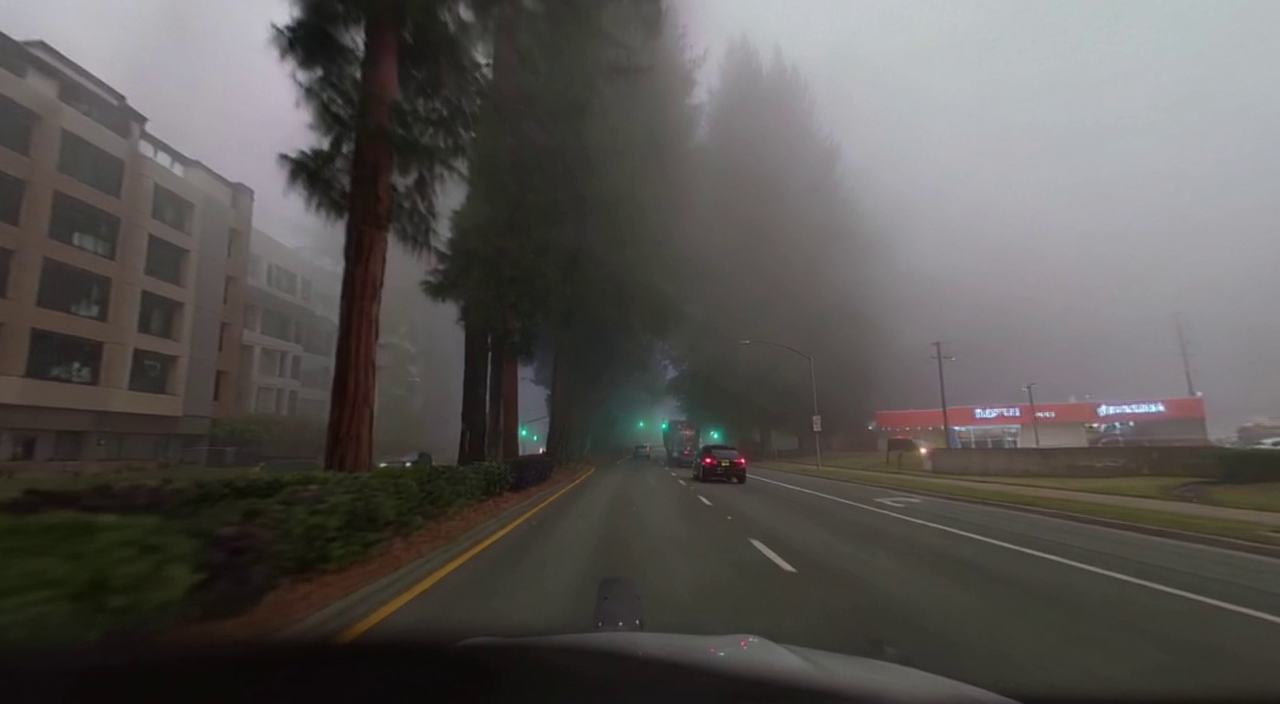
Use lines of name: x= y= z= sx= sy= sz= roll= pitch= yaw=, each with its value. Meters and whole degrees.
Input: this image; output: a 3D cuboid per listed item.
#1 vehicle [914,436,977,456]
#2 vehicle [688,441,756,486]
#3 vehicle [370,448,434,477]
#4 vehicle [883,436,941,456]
vehicle: x=19.261 y=5.937 z=39.874 sx=3.242 sy=1.165 sz=1.363 roll=1 pitch=-7 yaw=-5
vehicle: x=3.160 y=4.340 z=25.086 sx=2.041 sy=1.531 sz=4.236 roll=1 pitch=-7 yaw=-1
vehicle: x=-14.116 y=6.560 z=37.738 sx=1.988 sy=1.527 sz=4.359 roll=0 pitch=-7 yaw=2
vehicle: x=19.335 y=6.670 z=44.955 sx=3.361 sy=1.321 sz=1.571 roll=2 pitch=-7 yaw=-7
